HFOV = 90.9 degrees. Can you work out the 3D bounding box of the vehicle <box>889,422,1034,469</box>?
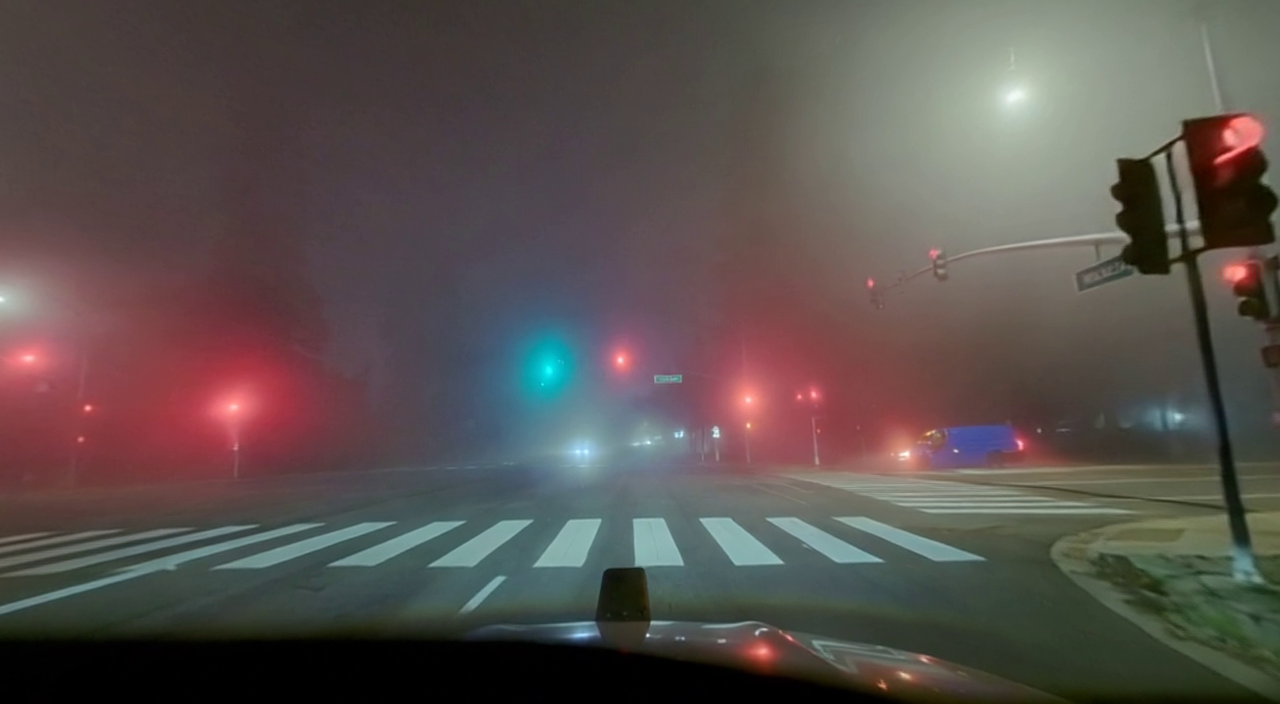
[{"bbox_3d":[12.964,3.802,25.636,4.790,1.798,1.909,0,-8,1],"label":"vehicle"}]
